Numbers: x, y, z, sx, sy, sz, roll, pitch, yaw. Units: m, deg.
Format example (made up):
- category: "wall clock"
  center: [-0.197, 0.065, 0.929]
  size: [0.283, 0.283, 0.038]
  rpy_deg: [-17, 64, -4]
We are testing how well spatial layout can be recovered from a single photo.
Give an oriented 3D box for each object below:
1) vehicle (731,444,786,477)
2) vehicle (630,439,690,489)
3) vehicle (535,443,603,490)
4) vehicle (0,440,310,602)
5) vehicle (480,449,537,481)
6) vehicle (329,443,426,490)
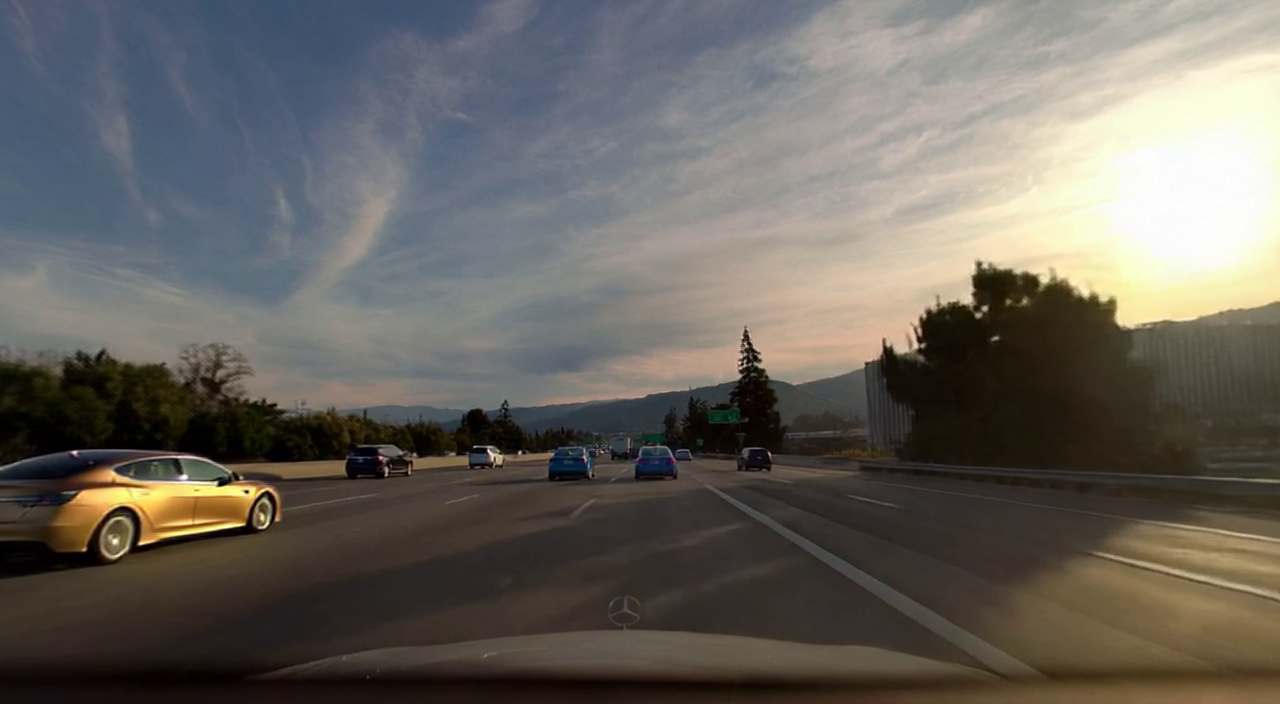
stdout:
- category: "vehicle"
  center: [6.733, 6.180, 36.418]
  size: [2.071, 1.754, 4.484]
  rpy_deg: [0, -8, -3]
- category: "vehicle"
  center: [0.731, 4.239, 24.284]
  size: [2.114, 1.715, 4.136]
  rpy_deg: [-1, -8, 1]
- category: "vehicle"
  center: [-2.652, 4.381, 24.606]
  size: [2.102, 1.624, 4.257]
  rpy_deg: [-1, -8, 1]
- category: "vehicle"
  center: [-6.650, 1.904, 8.210]
  size: [2.116, 1.473, 4.644]
  rpy_deg: [-1, -8, 1]
- category: "vehicle"
  center: [-6.446, 5.560, 31.344]
  size: [1.886, 1.455, 4.148]
  rpy_deg: [-1, -8, 1]
- category: "vehicle"
  center: [-10.370, 4.511, 25.355]
  size: [1.947, 1.683, 4.331]
  rpy_deg: [-1, -8, 1]
